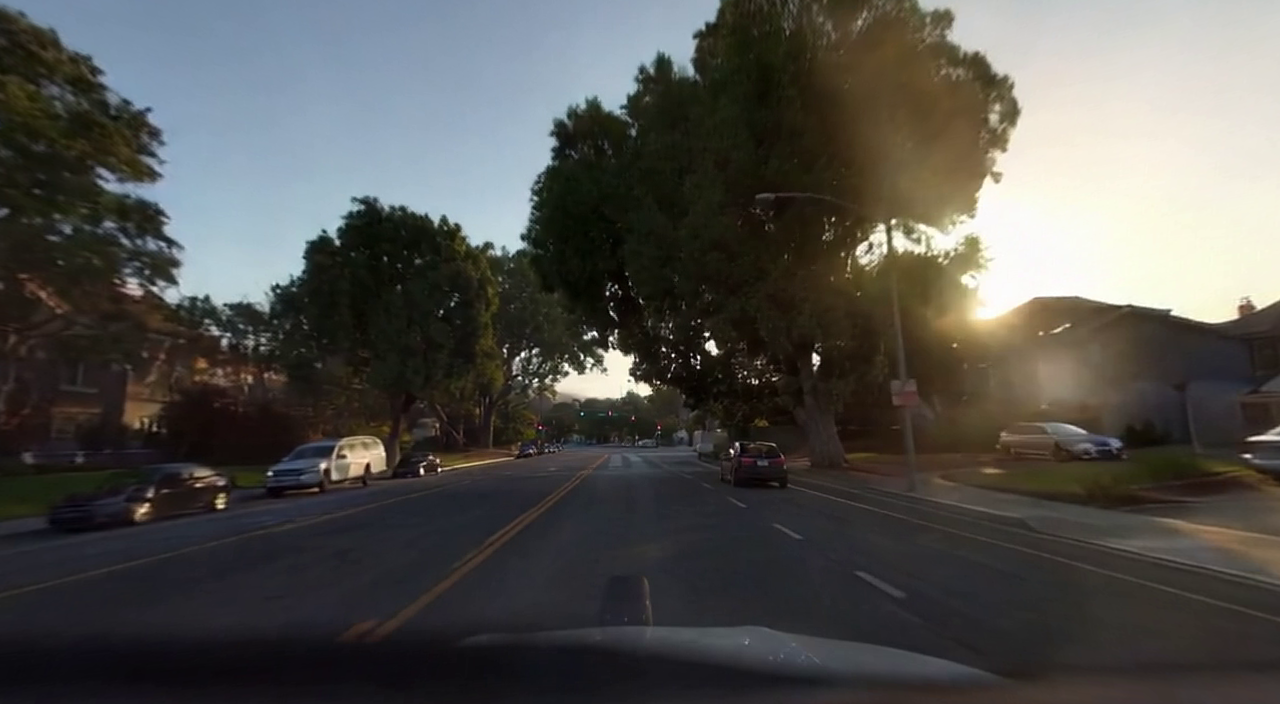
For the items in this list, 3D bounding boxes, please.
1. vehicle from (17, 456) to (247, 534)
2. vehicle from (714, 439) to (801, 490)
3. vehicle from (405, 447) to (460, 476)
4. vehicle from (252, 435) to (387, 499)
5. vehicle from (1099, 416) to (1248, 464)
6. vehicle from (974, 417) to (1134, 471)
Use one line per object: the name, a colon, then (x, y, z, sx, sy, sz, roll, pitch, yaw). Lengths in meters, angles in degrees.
vehicle: (-11.537, 3.223, 14.819, 1.829, 1.441, 4.355, 0, -8, -1)
vehicle: (3.787, 3.701, 21.156, 1.956, 1.492, 4.425, 0, -8, -1)
vehicle: (-12.038, 6.360, 36.800, 1.911, 1.524, 4.256, 0, -9, -2)
vehicle: (-11.783, 4.248, 23.775, 2.180, 1.953, 5.787, -3, -8, -1)
vehicle: (19.503, 3.265, 23.288, 1.785, 1.569, 3.933, 0, -9, -6)
vehicle: (14.526, 3.304, 22.569, 2.129, 1.699, 4.906, 0, -9, -4)
